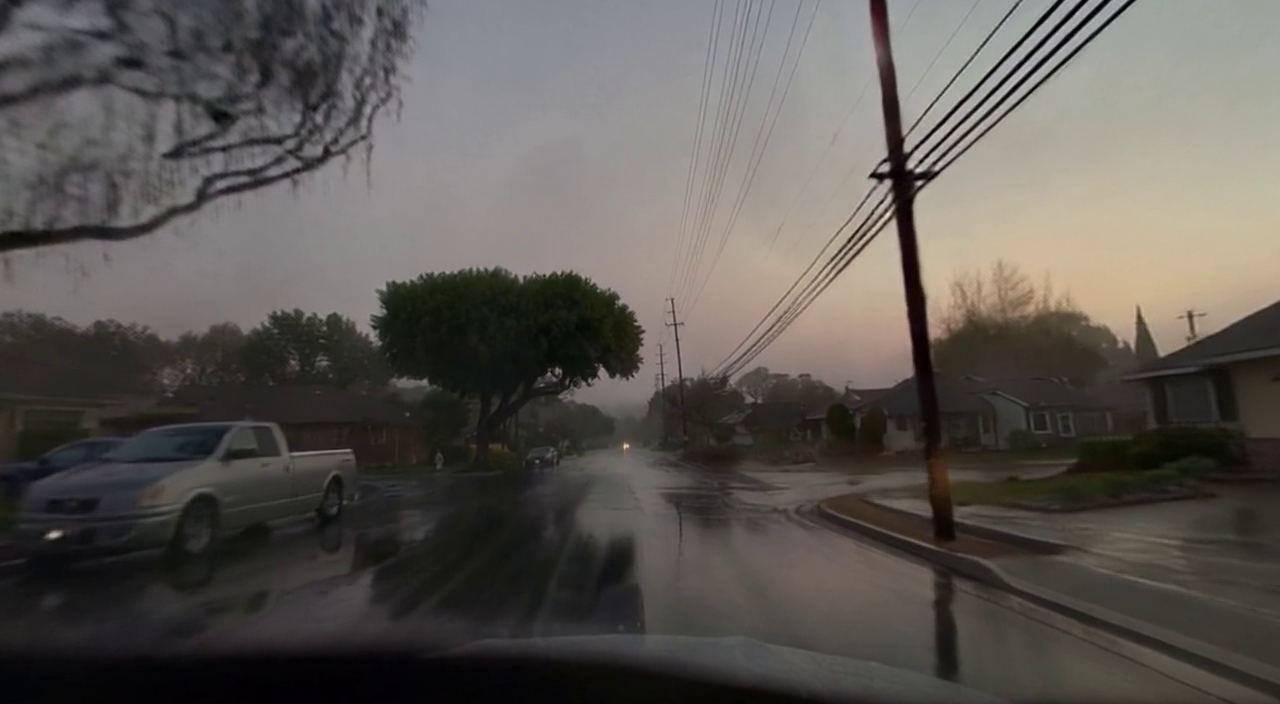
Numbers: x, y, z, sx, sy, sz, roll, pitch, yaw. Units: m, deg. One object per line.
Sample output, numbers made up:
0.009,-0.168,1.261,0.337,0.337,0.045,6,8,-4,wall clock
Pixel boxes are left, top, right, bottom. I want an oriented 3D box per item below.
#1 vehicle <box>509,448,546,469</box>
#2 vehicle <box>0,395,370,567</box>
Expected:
-8.689,8.239,49.114,2.095,1.491,4.422,0,-8,-1,vehicle
-7.410,2.183,11.360,2.739,2.164,6.065,-1,-9,-4,vehicle
